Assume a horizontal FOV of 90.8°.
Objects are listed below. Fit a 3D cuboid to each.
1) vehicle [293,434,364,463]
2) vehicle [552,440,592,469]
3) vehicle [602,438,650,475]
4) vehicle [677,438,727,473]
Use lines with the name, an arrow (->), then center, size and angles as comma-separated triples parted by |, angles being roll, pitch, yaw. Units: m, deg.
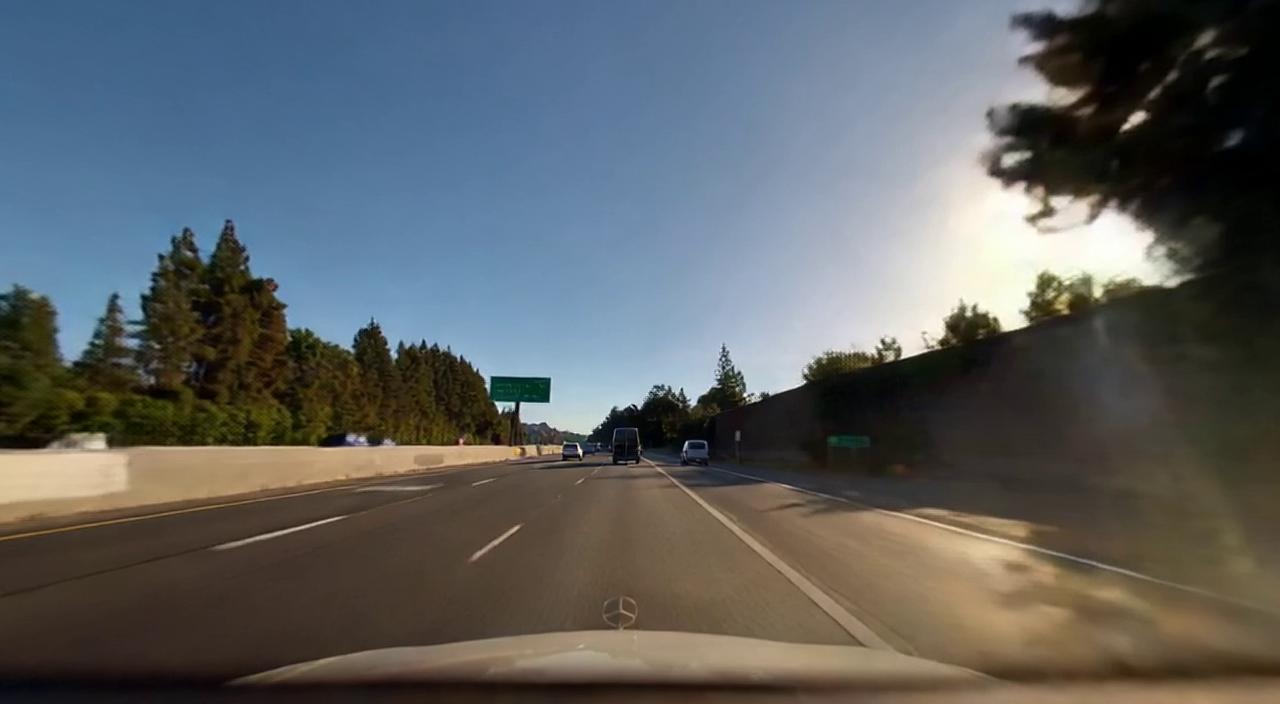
vehicle -> -17.893, 5.587, 36.526 | 2.204, 1.562, 3.751 | 0, -8, -1
vehicle -> -4.200, 6.448, 39.791 | 2.023, 1.709, 4.263 | 0, -8, 0
vehicle -> -0.716, 5.391, 32.767 | 2.297, 1.783, 4.355 | 0, -8, -1
vehicle -> 3.304, 5.642, 34.719 | 2.160, 1.759, 4.214 | 0, -8, -2
